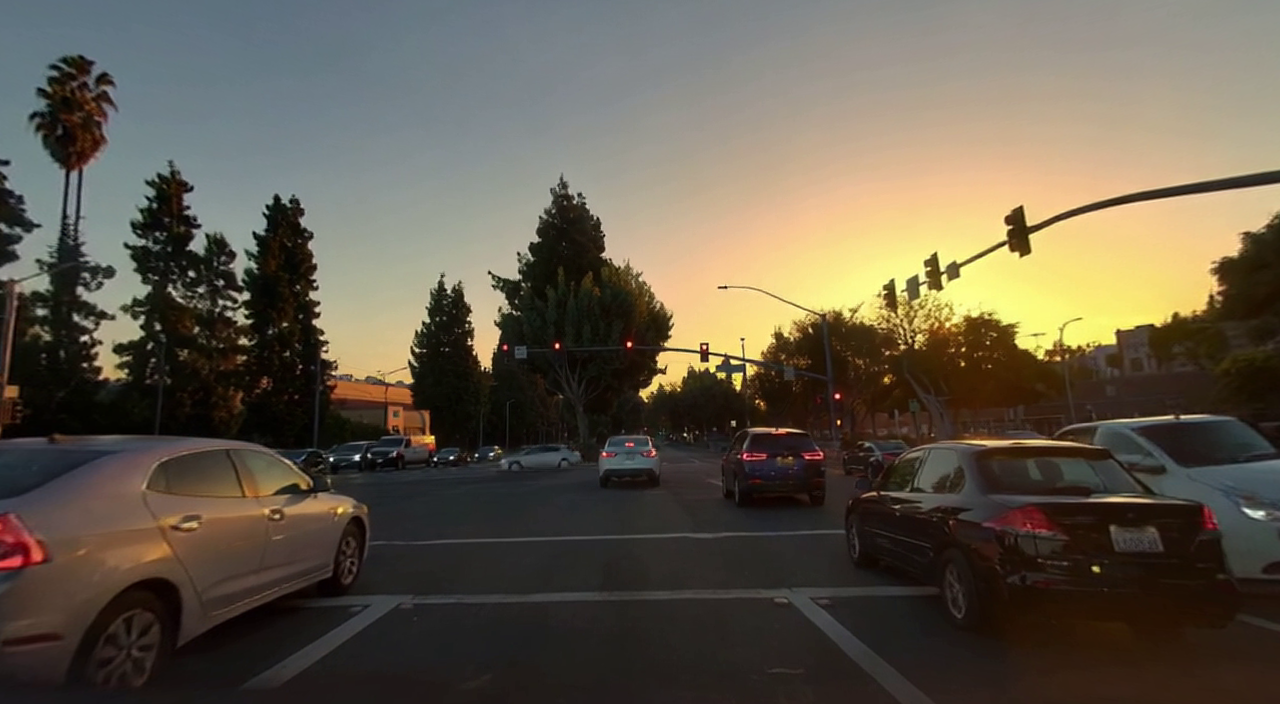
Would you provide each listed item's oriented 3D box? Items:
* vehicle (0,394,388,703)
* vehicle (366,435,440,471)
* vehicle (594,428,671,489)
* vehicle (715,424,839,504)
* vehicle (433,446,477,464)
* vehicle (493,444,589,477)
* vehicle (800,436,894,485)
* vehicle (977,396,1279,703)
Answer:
[{"bbox_3d":[-3.560,1.162,4.166,1.941,1.492,4.399,0,-8,0],"label":"vehicle"},{"bbox_3d":[-13.991,5.957,37.559,2.196,1.961,5.359,-1,-8,1],"label":"vehicle"},{"bbox_3d":[-0.202,3.377,20.320,2.215,1.749,3.976,0,-8,1],"label":"vehicle"},{"bbox_3d":[3.230,2.748,15.954,2.097,1.707,4.461,0,-8,0],"label":"vehicle"},{"bbox_3d":[-14.026,7.816,48.039,1.926,1.325,4.162,-1,-8,3],"label":"vehicle"},{"bbox_3d":[-4.366,4.832,28.213,4.094,1.328,1.700,0,-8,-4],"label":"vehicle"},{"bbox_3d":[6.717,3.548,20.950,1.847,1.432,4.039,-1,-8,2],"label":"vehicle"},{"bbox_3d":[3.094,0.826,1.725,1.960,1.460,4.233,0,-8,0],"label":"vehicle"}]
